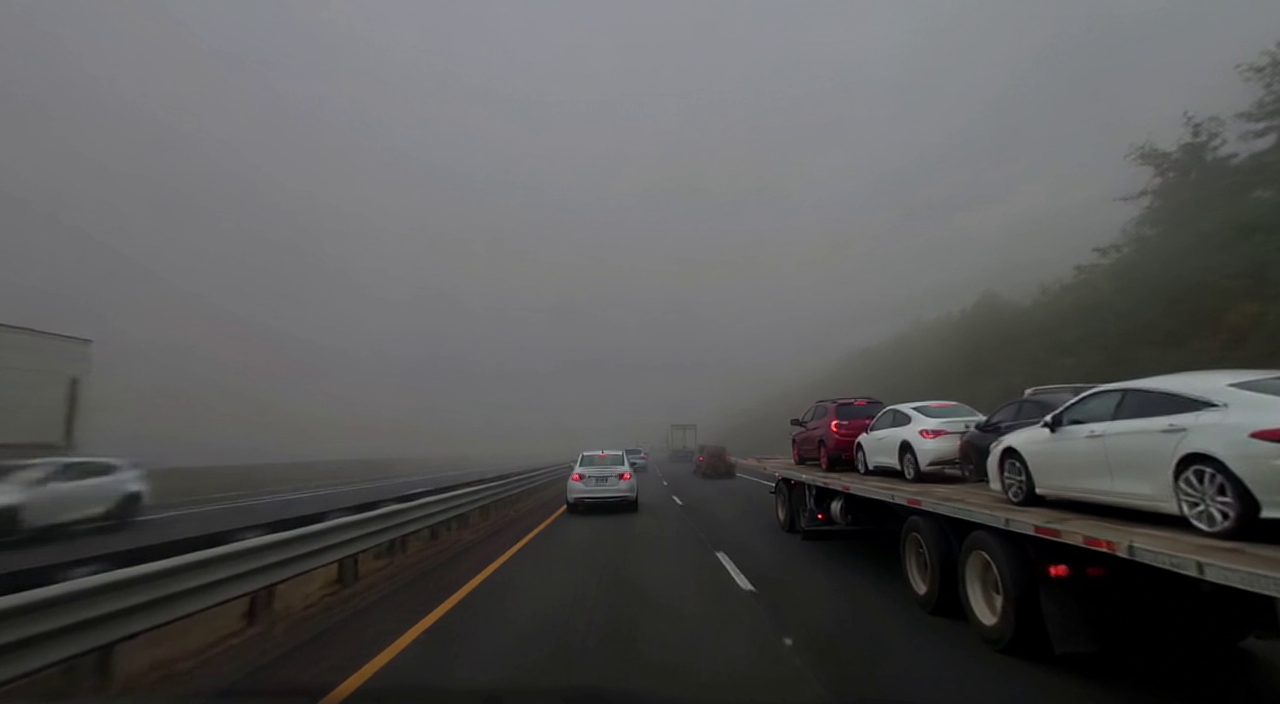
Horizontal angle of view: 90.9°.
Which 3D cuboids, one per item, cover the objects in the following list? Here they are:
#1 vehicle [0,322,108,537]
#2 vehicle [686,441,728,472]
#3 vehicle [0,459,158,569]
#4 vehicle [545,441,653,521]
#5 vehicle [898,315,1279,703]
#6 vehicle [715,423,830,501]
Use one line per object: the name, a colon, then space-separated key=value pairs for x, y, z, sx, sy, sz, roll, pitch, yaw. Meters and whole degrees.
vehicle: x=-15.484 y=0.913 z=8.726 sx=3.329 sy=4.567 sz=14.680 roll=0 pitch=-9 yaw=0
vehicle: x=3.795 y=6.019 z=36.364 sx=1.938 sy=1.660 sz=4.223 roll=0 pitch=-9 yaw=-1
vehicle: x=-11.011 y=2.689 z=10.796 sx=2.221 sy=1.639 sz=4.105 roll=0 pitch=-9 yaw=0
vehicle: x=-0.738 y=2.673 z=13.503 sx=1.991 sy=1.466 sz=3.675 roll=0 pitch=-9 yaw=0
vehicle: x=3.461 y=0.958 z=3.717 sx=1.959 sy=1.783 sz=4.407 roll=0 pitch=-9 yaw=0
vehicle: x=3.511 y=3.031 z=17.561 sx=2.303 sy=1.889 sz=3.920 roll=0 pitch=-9 yaw=0
